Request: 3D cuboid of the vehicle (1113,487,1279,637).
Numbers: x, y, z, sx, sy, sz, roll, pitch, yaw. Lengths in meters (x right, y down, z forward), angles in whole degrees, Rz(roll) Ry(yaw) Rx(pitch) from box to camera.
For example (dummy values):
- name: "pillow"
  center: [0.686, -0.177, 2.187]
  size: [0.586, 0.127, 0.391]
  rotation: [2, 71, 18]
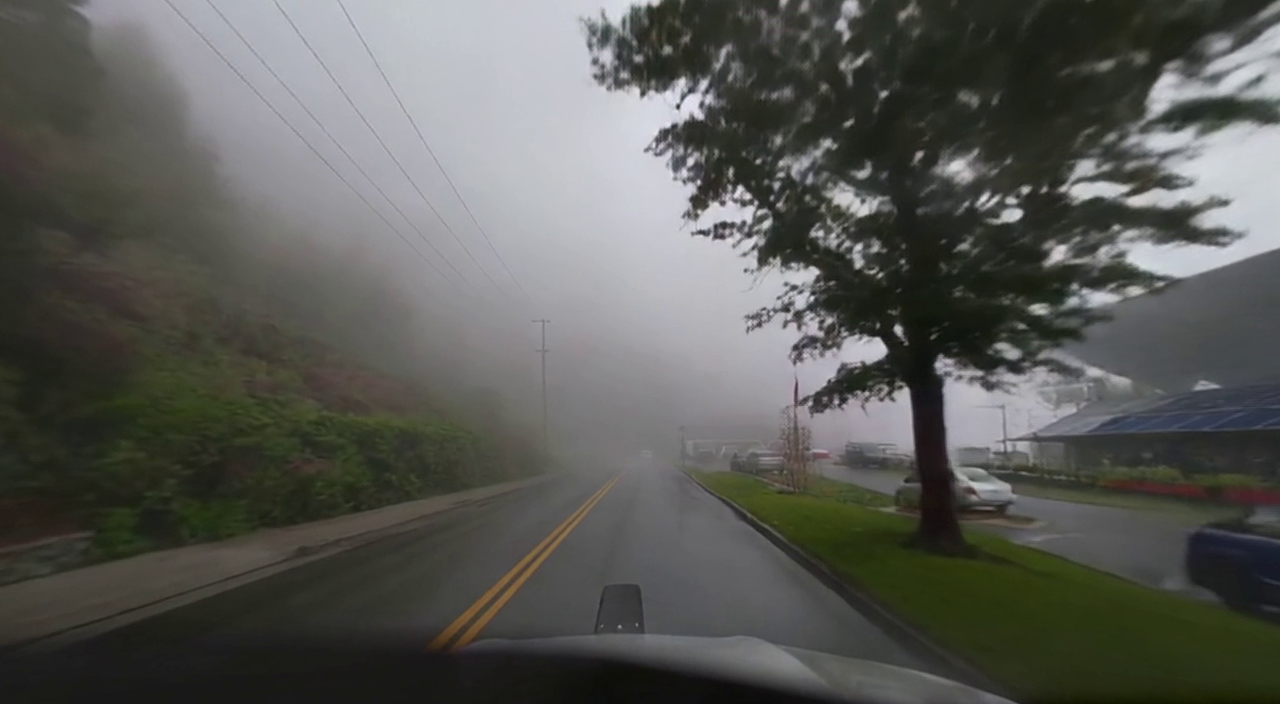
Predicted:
- name: "vehicle"
  center: [8.322, 2.383, 7.518]
  size: [3.774, 1.358, 1.792]
  rotation: [-2, -8, 2]

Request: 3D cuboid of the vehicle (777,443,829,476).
- name: "vehicle"
  center: [10.396, 6.883, 40.452]
  size: [2.113, 1.945, 4.546]
  rotation: [-1, -9, 1]

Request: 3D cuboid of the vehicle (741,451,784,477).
- name: "vehicle"
  center: [7.735, 7.100, 39.992]
  size: [1.909, 1.496, 4.079]
  rotation: [0, -9, 0]

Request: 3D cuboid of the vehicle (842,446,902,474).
- name: "vehicle"
  center: [14.711, 6.844, 40.121]
  size: [1.947, 1.657, 4.314]
  rotation: [0, -9, -4]

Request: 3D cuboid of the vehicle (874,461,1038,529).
- name: "vehicle"
  center: [8.109, 3.657, 16.574]
  size: [1.981, 1.471, 3.636]
  rotation: [1, -9, -10]
